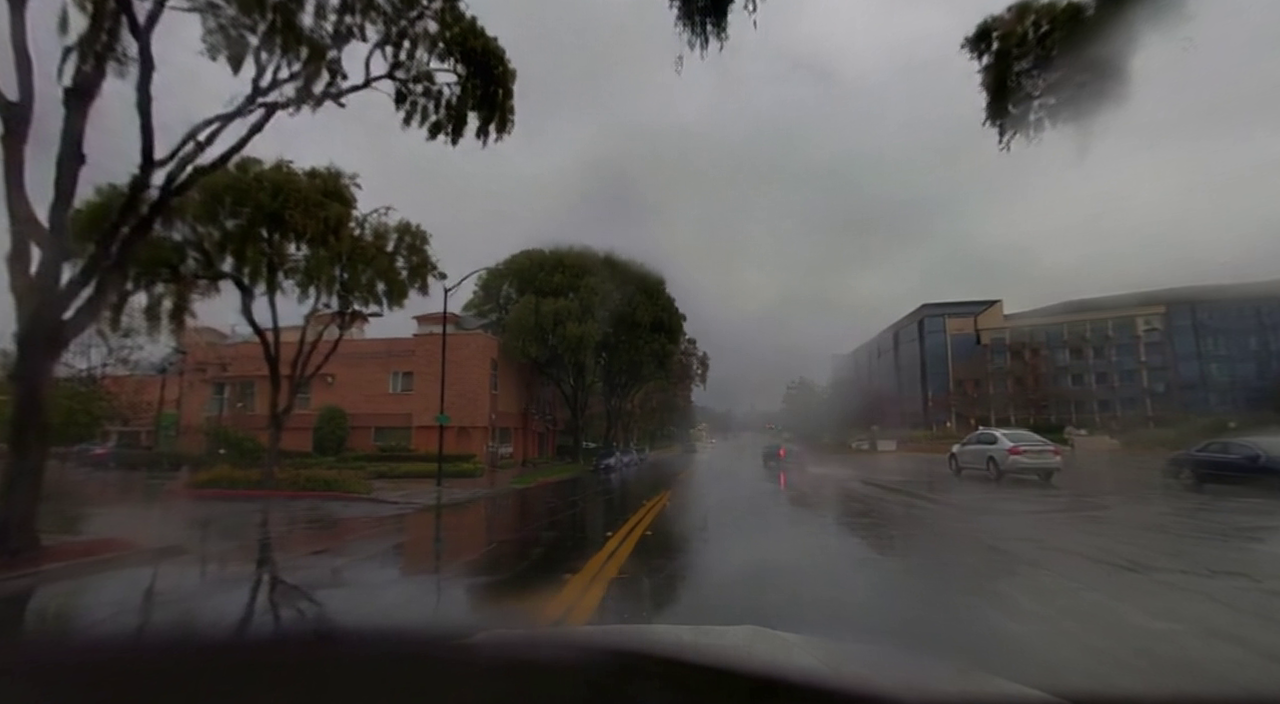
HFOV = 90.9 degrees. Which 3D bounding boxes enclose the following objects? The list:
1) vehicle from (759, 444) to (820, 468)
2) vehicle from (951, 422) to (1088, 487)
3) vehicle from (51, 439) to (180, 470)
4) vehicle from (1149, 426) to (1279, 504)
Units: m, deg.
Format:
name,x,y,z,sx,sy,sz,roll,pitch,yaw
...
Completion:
name,x,y,z,sx,sy,sz,roll,pitch,yaw
vehicle,11.399,7.909,48.065,4.277,1.740,2.097,-3,-9,20
vehicle,12.079,3.316,20.504,2.018,1.840,4.662,-1,-9,7
vehicle,-28.567,5.569,34.504,4.814,1.609,2.197,2,-9,-13
vehicle,13.686,2.405,13.573,1.903,1.528,4.374,-1,-9,3
